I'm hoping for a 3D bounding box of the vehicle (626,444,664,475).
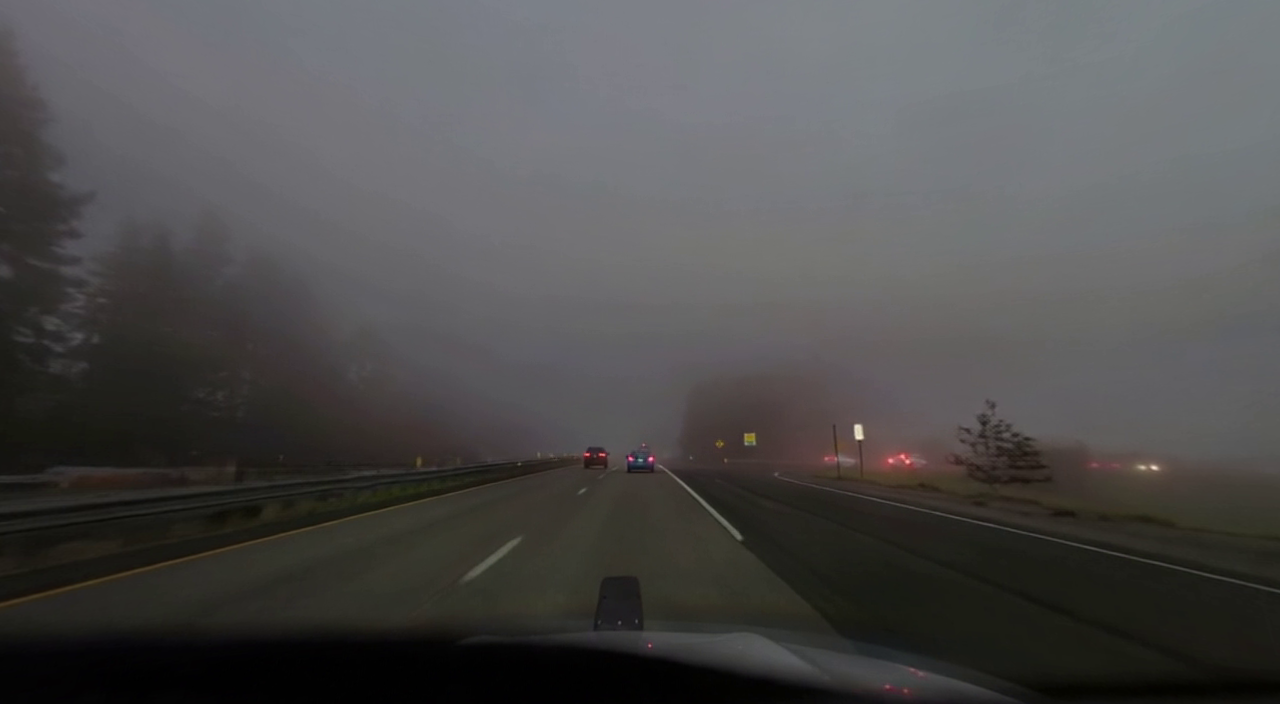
[{"bbox_3d":[0.280,6.363,37.418,2.130,1.684,3.826,0,-9,0],"label":"vehicle"}]
